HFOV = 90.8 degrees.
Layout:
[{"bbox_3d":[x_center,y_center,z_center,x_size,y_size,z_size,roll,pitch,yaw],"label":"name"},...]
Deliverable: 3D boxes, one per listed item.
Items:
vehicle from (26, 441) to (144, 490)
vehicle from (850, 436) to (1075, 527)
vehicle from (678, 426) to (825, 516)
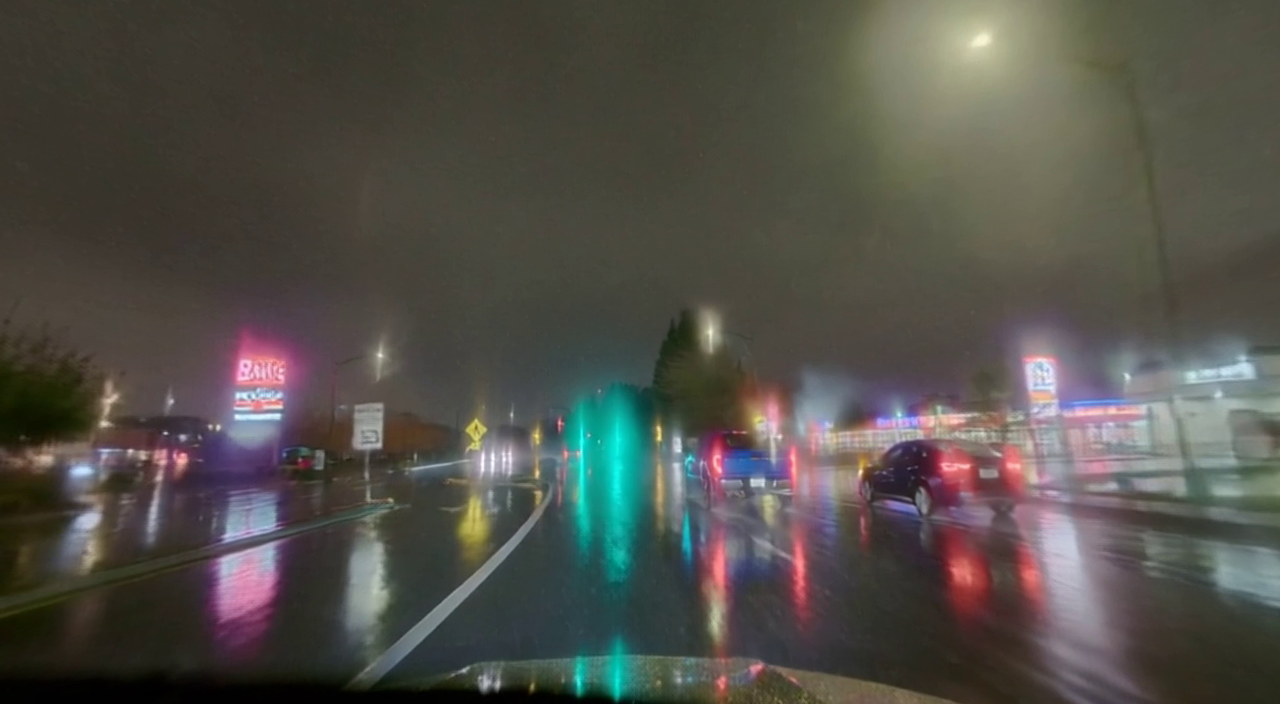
[{"bbox_3d":[-32.465,6.607,37.294,2.217,2.629,5.839,1,-9,-9],"label":"vehicle"},{"bbox_3d":[6.081,2.465,12.648,1.986,1.480,4.296,1,-8,-4],"label":"vehicle"},{"bbox_3d":[2.352,2.713,14.962,2.214,1.749,4.998,1,-9,-4],"label":"vehicle"}]
